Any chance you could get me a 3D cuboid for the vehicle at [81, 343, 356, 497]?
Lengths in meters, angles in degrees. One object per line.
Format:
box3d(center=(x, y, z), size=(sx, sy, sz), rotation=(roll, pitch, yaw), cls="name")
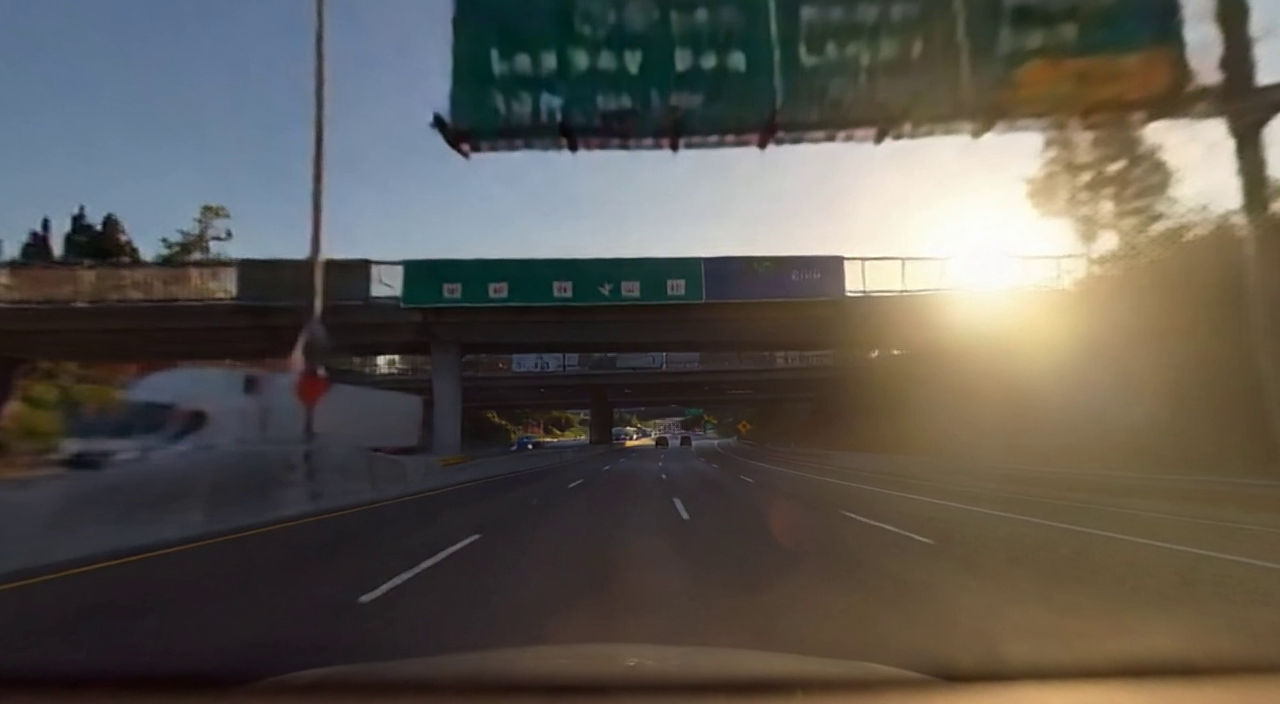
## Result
box3d(center=(-12.630, 2.329, 20.342), size=(3.010, 3.944, 8.280), rotation=(0, -9, 0), cls="vehicle")
